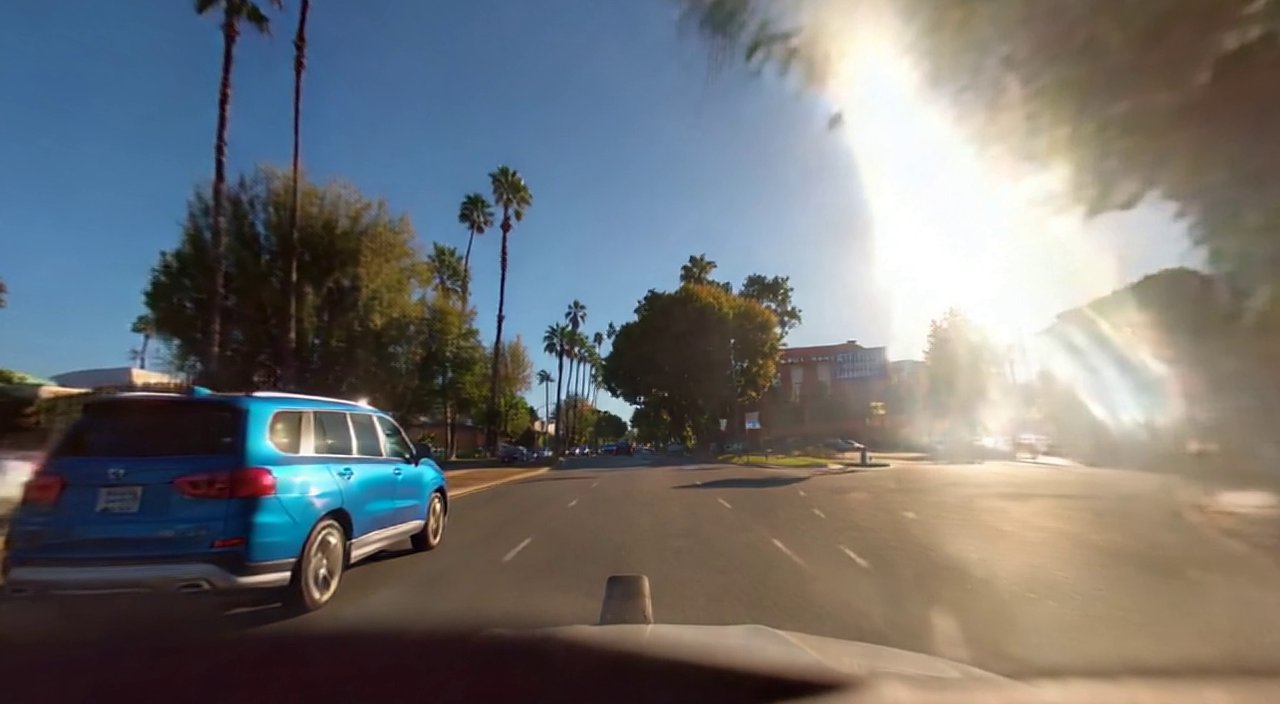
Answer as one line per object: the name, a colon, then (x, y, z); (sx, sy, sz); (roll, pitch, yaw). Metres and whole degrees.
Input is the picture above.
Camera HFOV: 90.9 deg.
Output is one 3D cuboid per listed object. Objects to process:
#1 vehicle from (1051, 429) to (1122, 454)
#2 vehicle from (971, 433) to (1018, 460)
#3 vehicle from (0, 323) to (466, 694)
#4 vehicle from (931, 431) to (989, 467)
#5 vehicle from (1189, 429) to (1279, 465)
vehicle: (34.813, 6.955, 49.120); (4.722, 1.906, 1.898); (2, -9, -18)
vehicle: (25.882, 6.930, 46.158); (2.162, 1.806, 5.704); (-4, -9, 22)
vehicle: (-3.304, 1.149, 5.712); (2.152, 1.987, 4.527); (0, -8, 0)
vehicle: (17.227, 5.250, 34.151); (2.180, 1.808, 4.462); (-3, -9, 20)
vehicle: (31.232, 4.744, 31.570); (5.891, 1.671, 2.332); (1, -9, -11)
